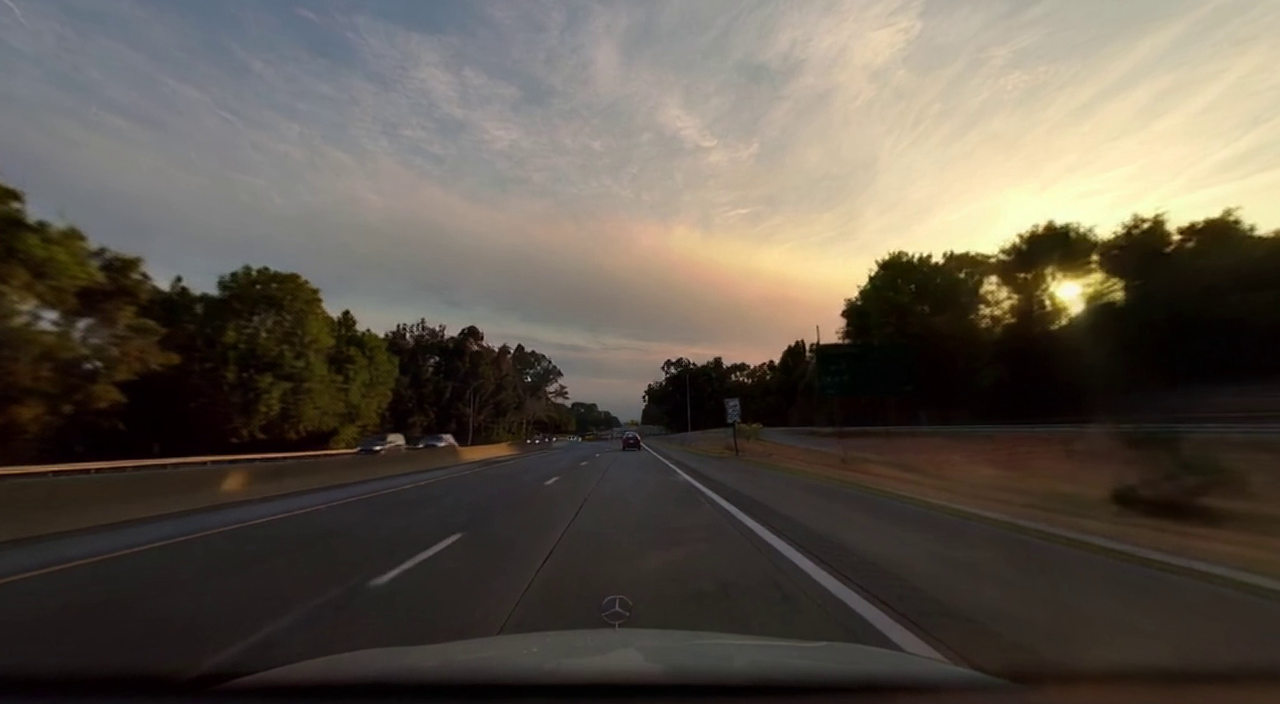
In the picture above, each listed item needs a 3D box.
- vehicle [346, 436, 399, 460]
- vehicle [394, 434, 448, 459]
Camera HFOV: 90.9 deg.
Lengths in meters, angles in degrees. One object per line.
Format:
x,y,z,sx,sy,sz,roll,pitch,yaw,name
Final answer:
-18.021,6.448,42.602,1.839,1.548,3.946,0,-8,0,vehicle
-13.442,5.792,38.878,1.929,1.469,3.985,0,-8,-1,vehicle
